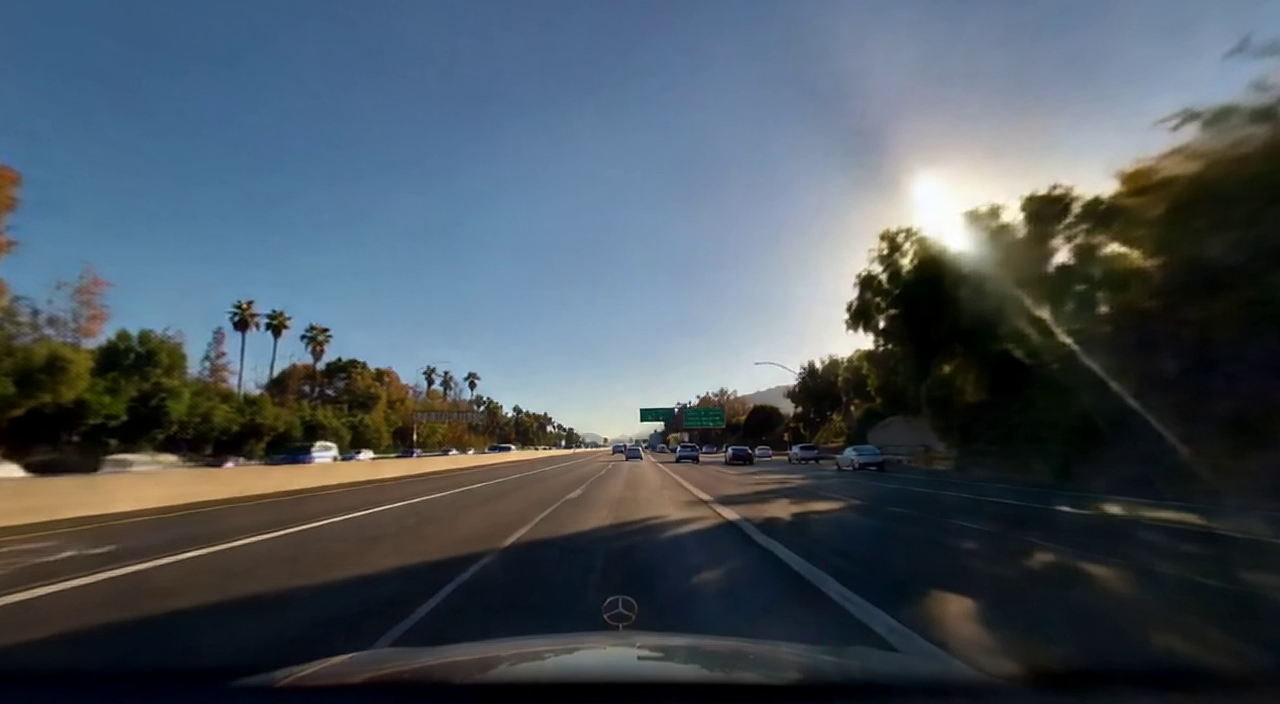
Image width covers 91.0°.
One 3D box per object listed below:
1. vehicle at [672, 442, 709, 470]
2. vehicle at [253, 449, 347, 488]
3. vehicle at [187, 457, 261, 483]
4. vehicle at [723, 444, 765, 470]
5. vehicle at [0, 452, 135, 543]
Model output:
[{"bbox_3d":[3.239,6.752,41.125,2.035,1.704,3.867,0,-8,-2],"label":"vehicle"},{"bbox_3d":[-17.029,5.803,31.858,2.088,1.769,4.968,0,-8,-2],"label":"vehicle"},{"bbox_3d":[-28.057,7.947,42.662,1.886,1.545,4.647,0,-8,0],"label":"vehicle"},{"bbox_3d":[6.761,6.861,41.330,1.902,1.623,4.360,0,-8,-2],"label":"vehicle"},{"bbox_3d":[-11.858,2.556,11.195,1.980,1.494,4.511,0,-8,0],"label":"vehicle"}]
